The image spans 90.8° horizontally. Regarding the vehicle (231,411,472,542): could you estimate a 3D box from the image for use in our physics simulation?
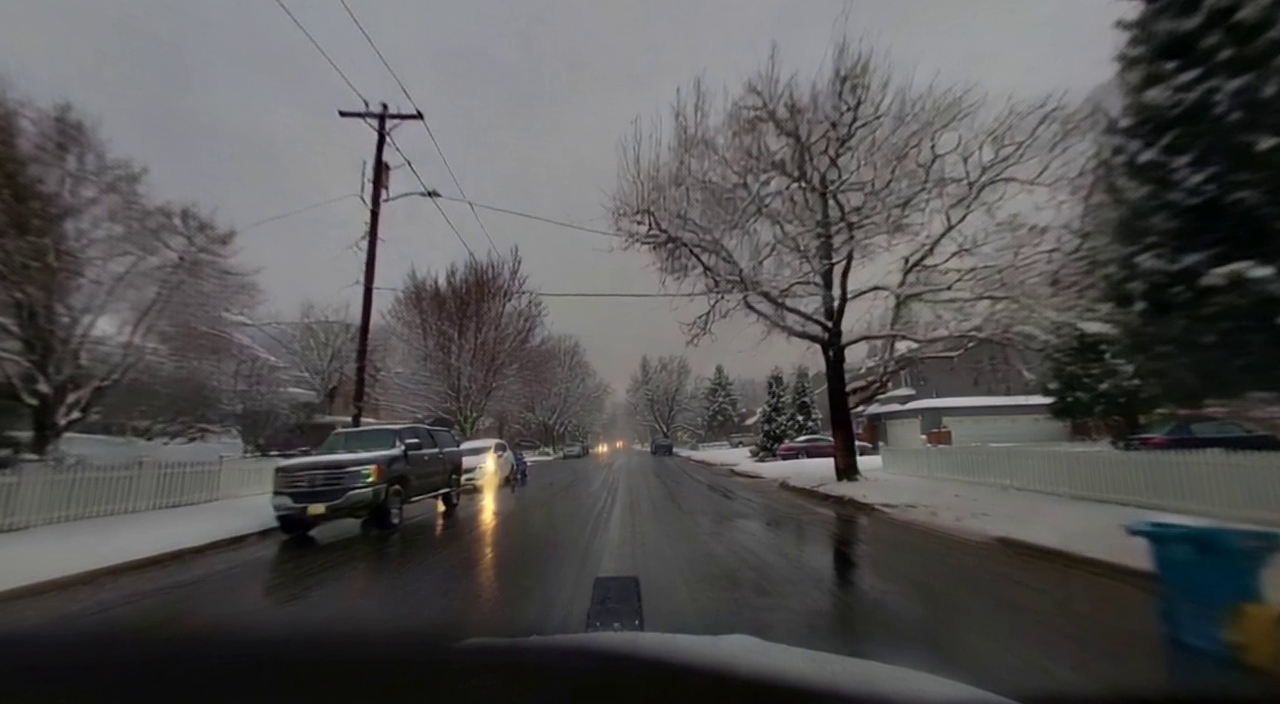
[{"bbox_3d":[-5.605,2.471,13.472,2.411,1.979,5.915,-4,-8,0],"label":"vehicle"}]

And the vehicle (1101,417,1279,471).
[{"bbox_3d":[17.770,2.933,20.169,4.372,1.490,2.032,-2,-9,1],"label":"vehicle"}]

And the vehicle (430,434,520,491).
[{"bbox_3d":[-6.005,4.034,23.685,2.015,1.766,5.450,-3,-8,-2],"label":"vehicle"}]
